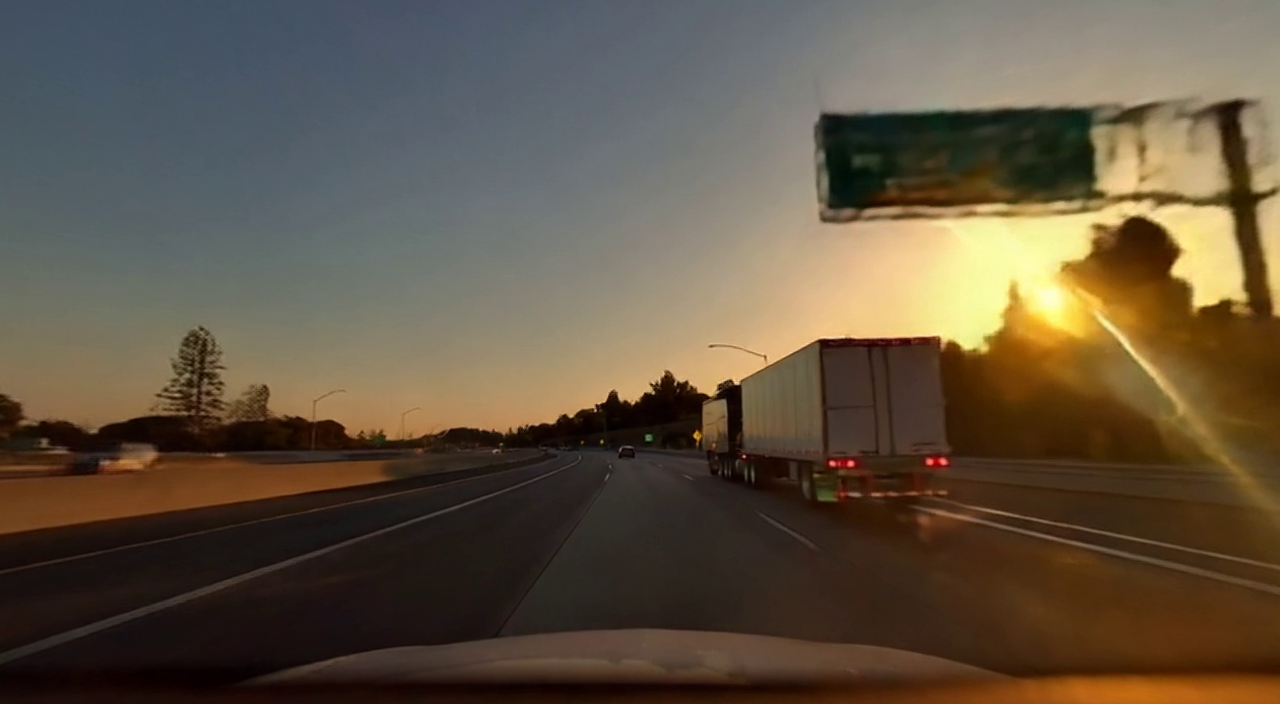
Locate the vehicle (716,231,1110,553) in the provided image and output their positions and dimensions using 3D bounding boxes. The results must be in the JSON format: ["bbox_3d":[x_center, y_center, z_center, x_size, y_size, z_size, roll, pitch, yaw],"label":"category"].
[{"bbox_3d":[4.565,1.756,17.276,2.932,4.205,18.253,0,-8,1],"label":"vehicle"}]

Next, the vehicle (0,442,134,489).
[{"bbox_3d":[-27.549,5.270,29.787,2.366,1.965,6.088,0,-8,-2],"label":"vehicle"}]
